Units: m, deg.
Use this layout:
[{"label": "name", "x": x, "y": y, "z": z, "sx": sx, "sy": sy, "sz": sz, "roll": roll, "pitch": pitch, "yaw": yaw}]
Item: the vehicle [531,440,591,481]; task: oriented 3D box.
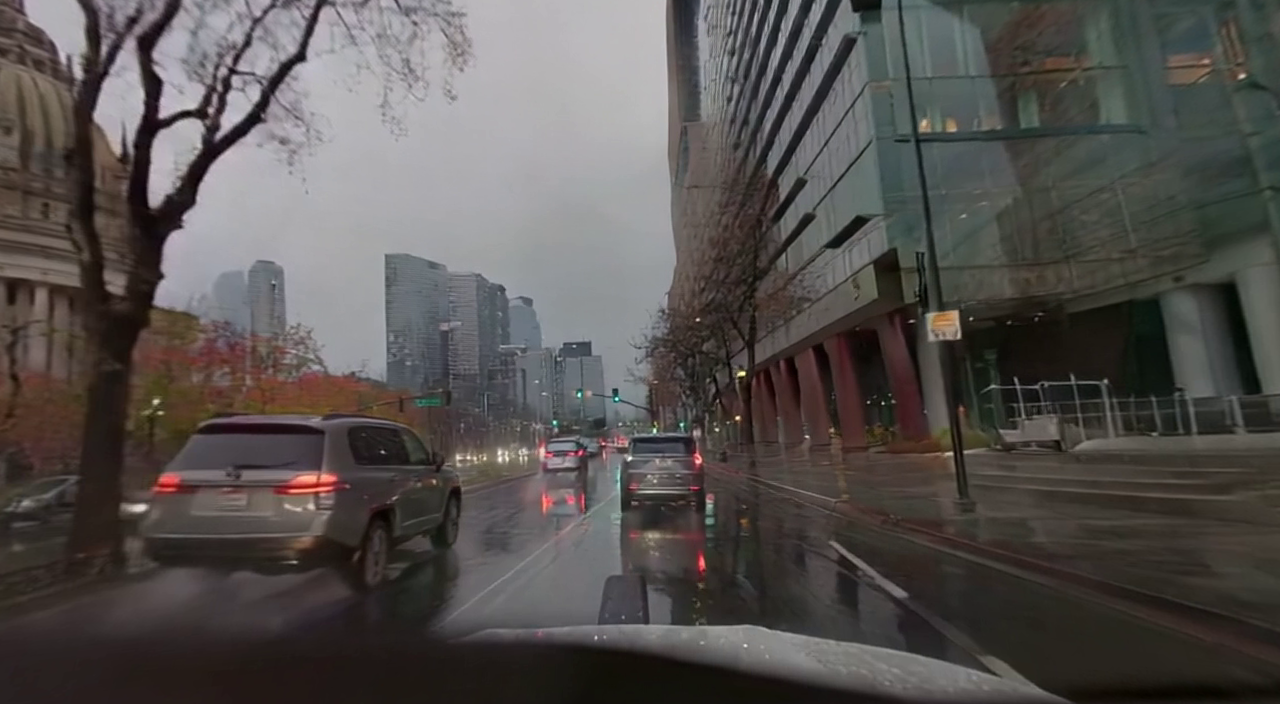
[{"label": "vehicle", "x": -3.125, "y": 4.379, "z": 25.808, "sx": 1.961, "sy": 1.517, "sz": 4.202, "roll": 0, "pitch": -9, "yaw": -1}]

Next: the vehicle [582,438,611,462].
[{"label": "vehicle", "x": -3.329, "y": 7.599, "z": 49.041, "sx": 1.969, "sy": 1.764, "sz": 4.160, "roll": 0, "pitch": -9, "yaw": -1}]

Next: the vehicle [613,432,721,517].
[{"label": "vehicle", "x": 0.425, "y": 2.475, "z": 13.226, "sx": 1.933, "sy": 1.504, "sz": 3.802, "roll": 0, "pitch": -9, "yaw": -2}]

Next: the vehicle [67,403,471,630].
[{"label": "vehicle", "x": -3.211, "y": 1.476, "z": 6.509, "sx": 1.848, "sy": 1.641, "sz": 3.686, "roll": 0, "pitch": -9, "yaw": 1}]

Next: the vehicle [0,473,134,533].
[{"label": "vehicle", "x": -20.951, "y": 5.312, "z": 22.627, "sx": 1.864, "sy": 1.688, "sz": 4.558, "roll": 0, "pitch": -9, "yaw": -2}]
